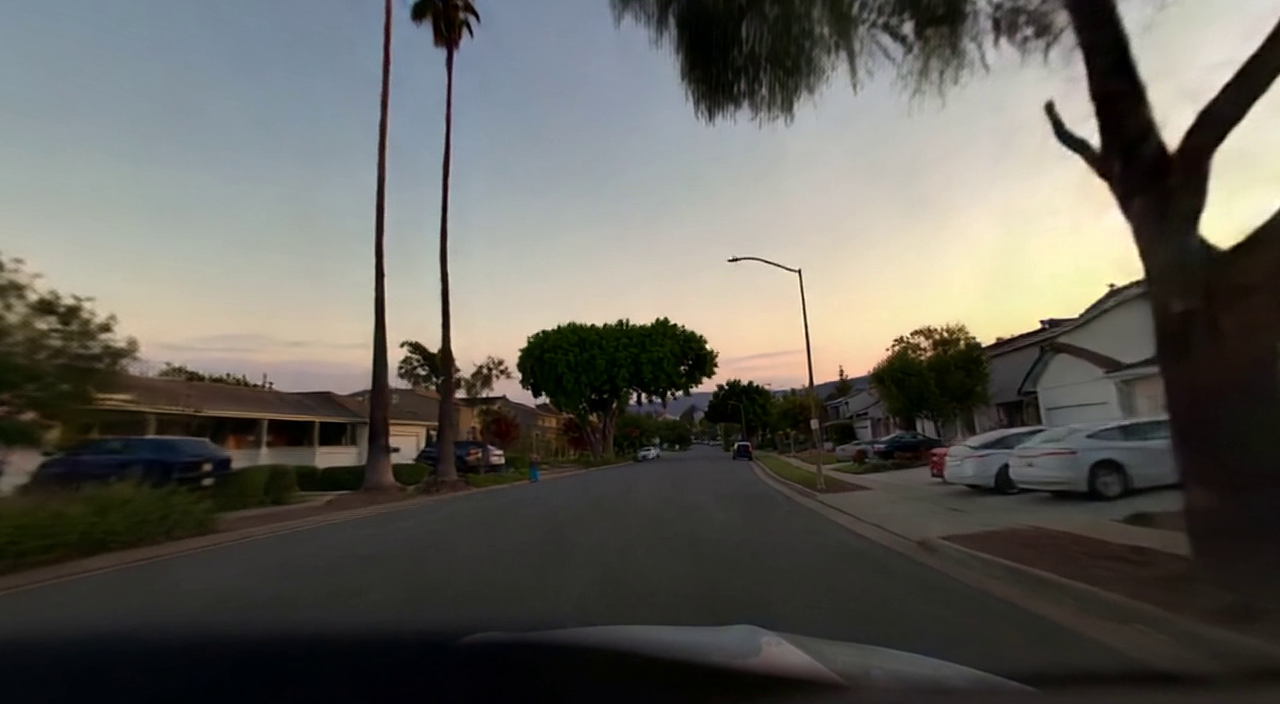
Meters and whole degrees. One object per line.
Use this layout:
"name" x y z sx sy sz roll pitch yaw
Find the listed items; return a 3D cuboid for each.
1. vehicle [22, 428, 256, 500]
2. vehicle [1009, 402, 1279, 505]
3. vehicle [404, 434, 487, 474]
"vehicle" -13.401 2.977 16.970 5.015 1.746 1.968 -2 -9 10
"vehicle" 10.721 2.045 12.844 5.050 1.896 2.041 0 -9 -2
"vehicle" -10.980 5.804 35.740 3.918 1.719 1.988 -3 -21 3
